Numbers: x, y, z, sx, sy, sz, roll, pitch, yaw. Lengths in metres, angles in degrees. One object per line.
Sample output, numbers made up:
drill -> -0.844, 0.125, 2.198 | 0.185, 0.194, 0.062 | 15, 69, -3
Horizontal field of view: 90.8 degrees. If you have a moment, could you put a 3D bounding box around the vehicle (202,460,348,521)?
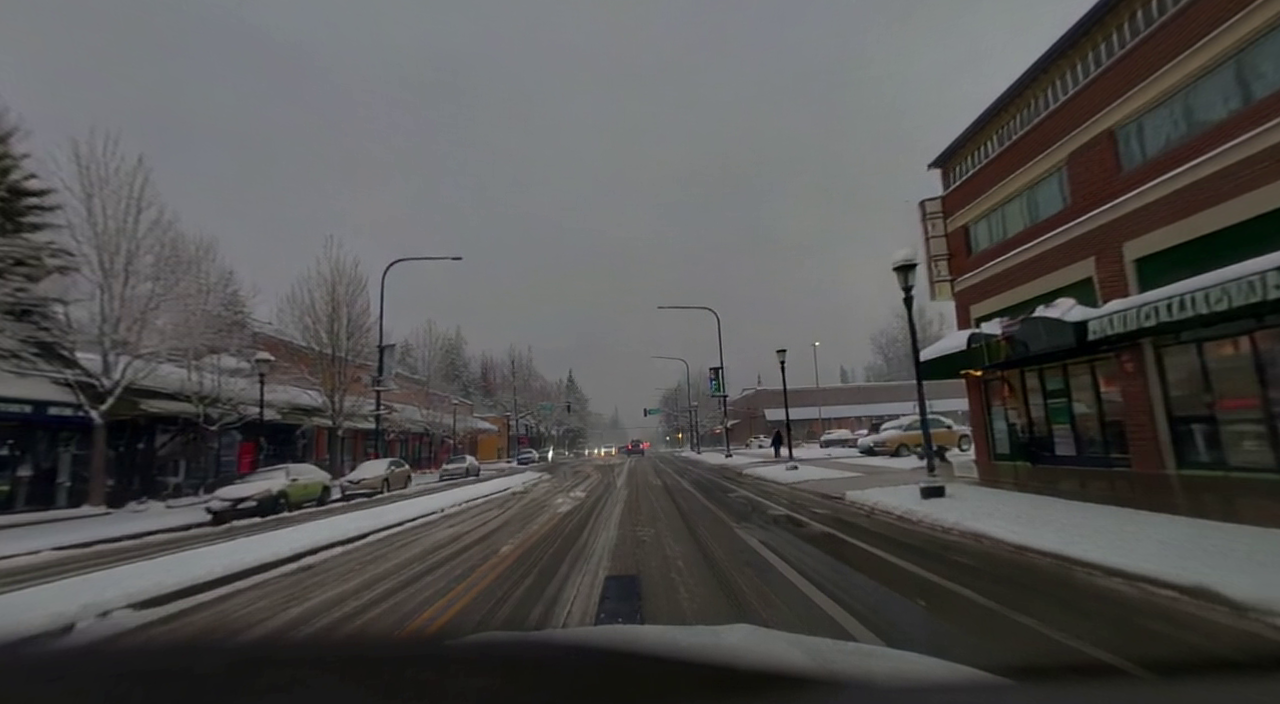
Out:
vehicle -> -10.765, 4.073, 19.077 | 1.784, 1.502, 4.344 | 0, -8, 0

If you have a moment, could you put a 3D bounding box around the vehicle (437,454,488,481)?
vehicle -> -10.866, 7.068, 39.023 | 1.828, 1.470, 4.523 | 0, -8, 0

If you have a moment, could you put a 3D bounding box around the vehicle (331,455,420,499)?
vehicle -> -10.820, 5.123, 26.199 | 1.837, 1.586, 4.155 | 0, -8, 0

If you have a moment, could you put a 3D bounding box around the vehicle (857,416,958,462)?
vehicle -> 12.665, 4.230, 30.408 | 2.532, 1.997, 5.001 | 0, -9, -2
